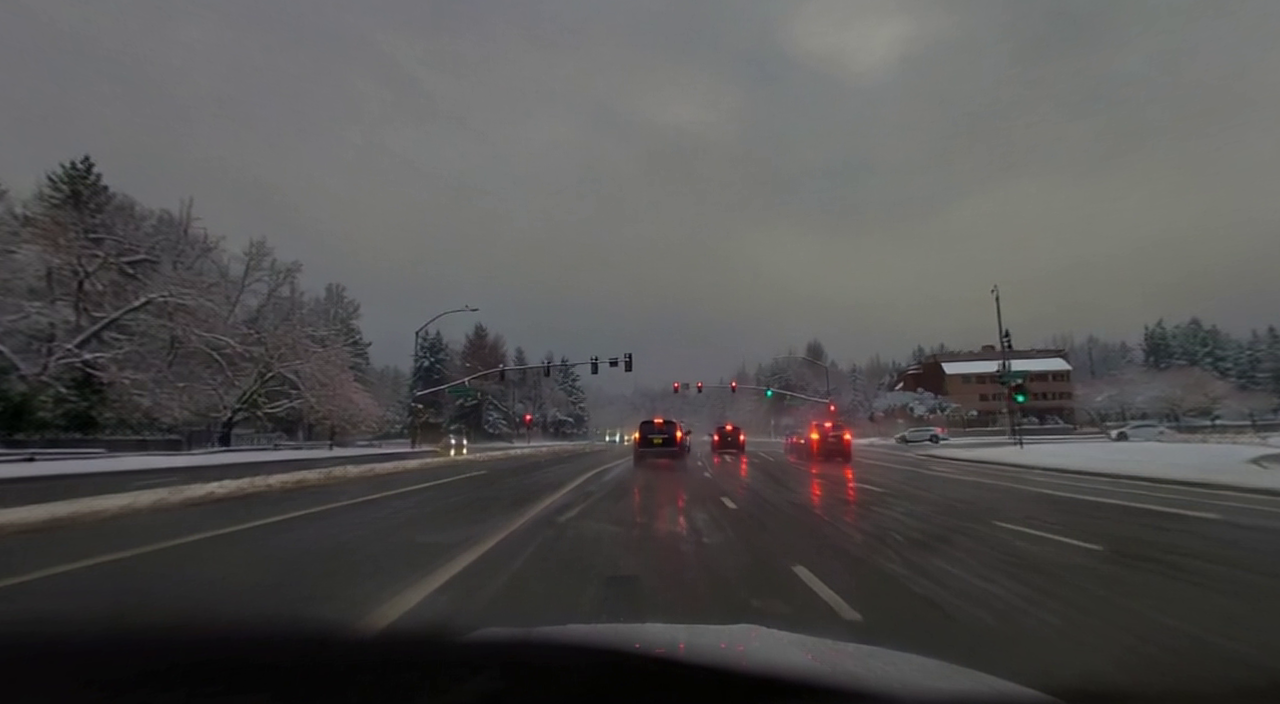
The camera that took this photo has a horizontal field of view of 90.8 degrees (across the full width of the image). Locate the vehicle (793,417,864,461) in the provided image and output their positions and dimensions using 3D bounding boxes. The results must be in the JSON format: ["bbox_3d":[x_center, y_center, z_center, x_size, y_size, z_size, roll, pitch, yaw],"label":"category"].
[{"bbox_3d":[8.294,3.898,28.244,2.074,1.791,4.393,-1,-9,4],"label":"vehicle"}]

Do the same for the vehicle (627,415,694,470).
[{"bbox_3d":[0.775,3.300,22.999,2.211,1.795,4.179,-1,-9,3],"label":"vehicle"}]

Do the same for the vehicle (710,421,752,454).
[{"bbox_3d":[5.263,5.044,36.862,2.188,1.774,4.646,-1,-9,7],"label":"vehicle"}]
